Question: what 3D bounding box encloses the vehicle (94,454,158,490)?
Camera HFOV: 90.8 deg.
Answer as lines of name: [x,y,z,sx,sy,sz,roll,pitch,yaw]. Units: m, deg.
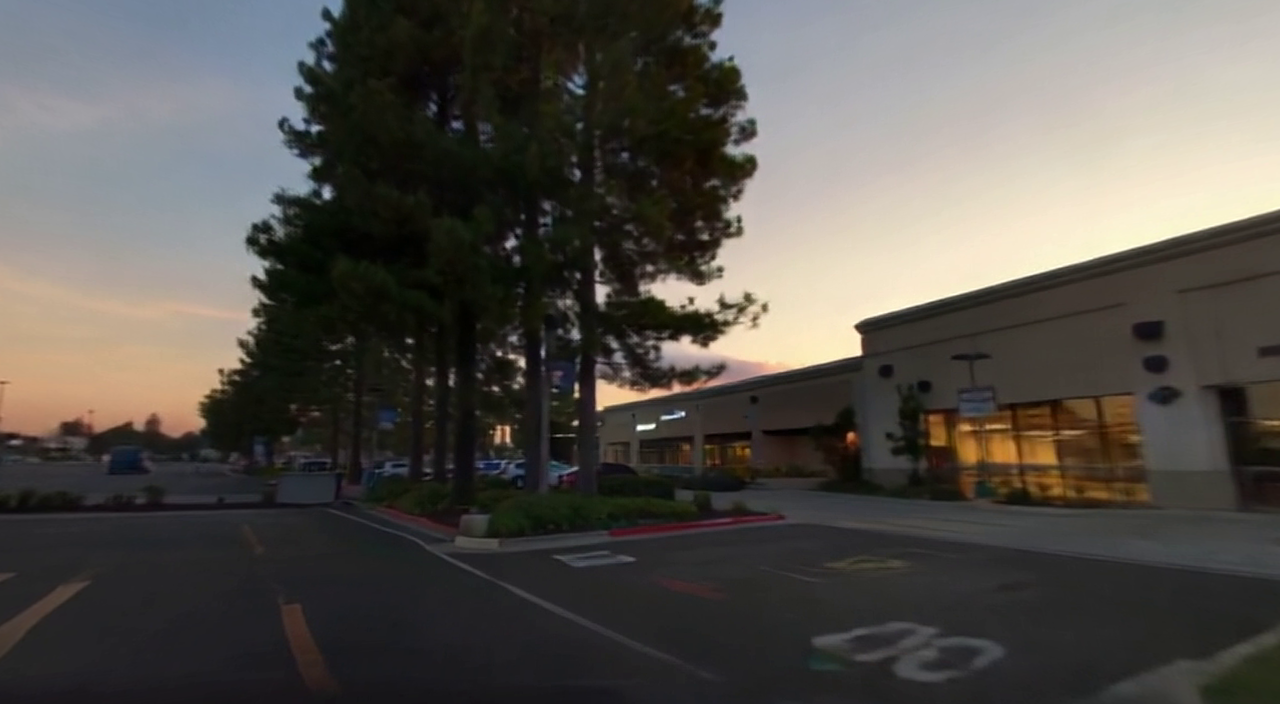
vehicle: [-28.916,6.724,35.710,2.180,1.806,4.541,5,-10,-32]
